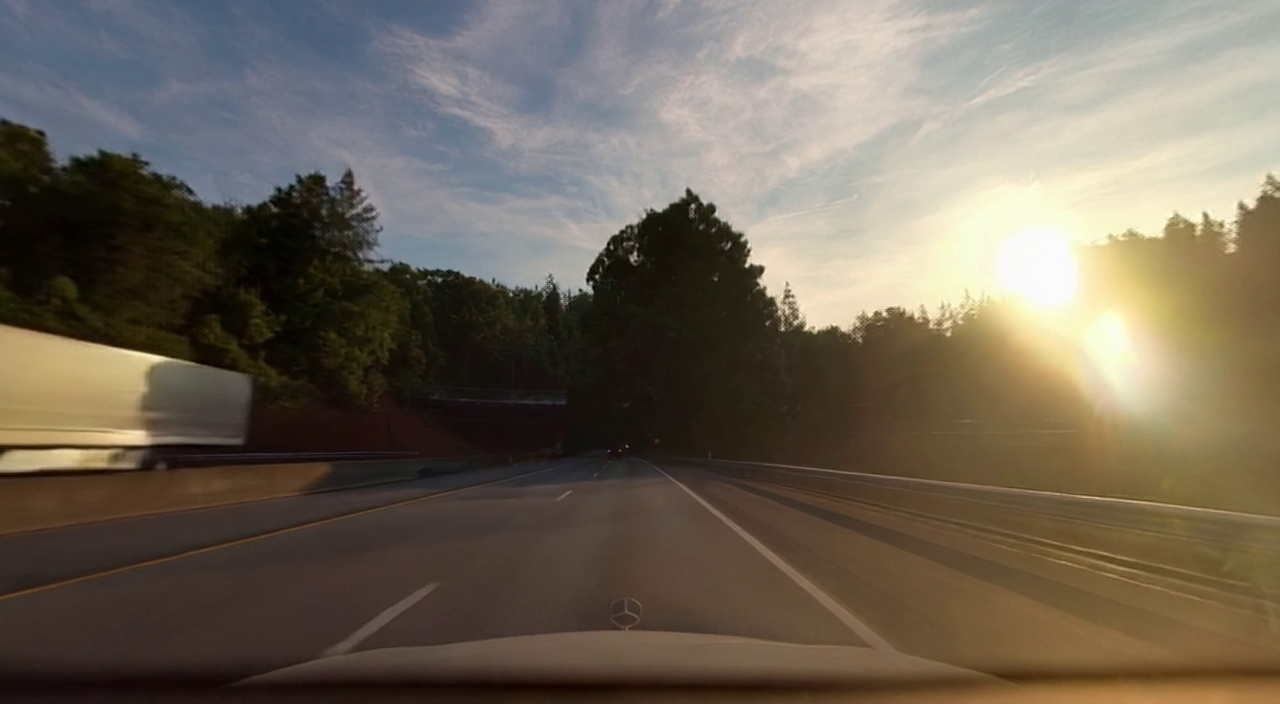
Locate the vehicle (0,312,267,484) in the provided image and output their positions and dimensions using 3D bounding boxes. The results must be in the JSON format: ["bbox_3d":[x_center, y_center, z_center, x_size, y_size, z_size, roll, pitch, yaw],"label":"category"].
[{"bbox_3d":[-16.756,1.721,18.983,2.871,4.035,13.724,0,-9,-1],"label":"vehicle"}]
